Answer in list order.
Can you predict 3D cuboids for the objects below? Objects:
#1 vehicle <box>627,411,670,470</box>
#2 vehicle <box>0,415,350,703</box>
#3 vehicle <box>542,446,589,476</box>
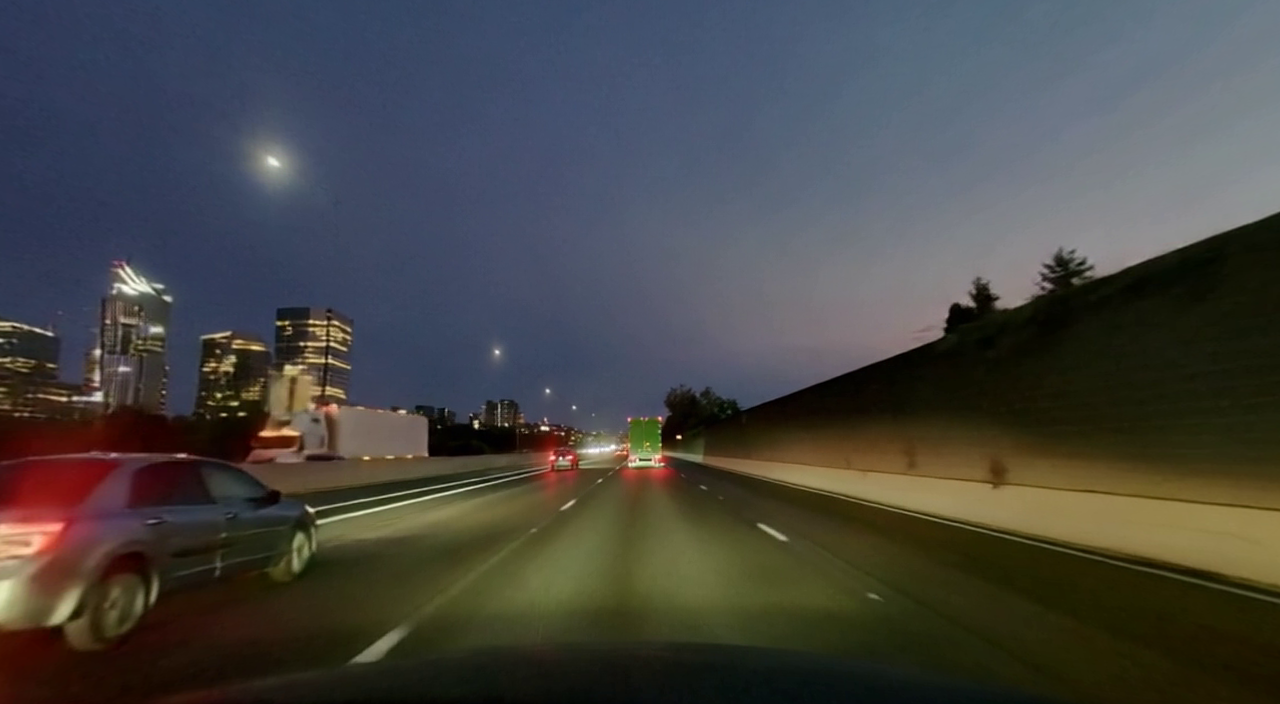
[{"bbox_3d":[0.632,6.852,48.435,2.980,4.051,10.359,0,-9,0],"label":"vehicle"},{"bbox_3d":[-4.260,1.284,4.647,1.977,1.478,4.702,0,-9,0],"label":"vehicle"},{"bbox_3d":[-4.007,5.933,34.629,1.974,1.531,4.429,0,-9,1],"label":"vehicle"}]
